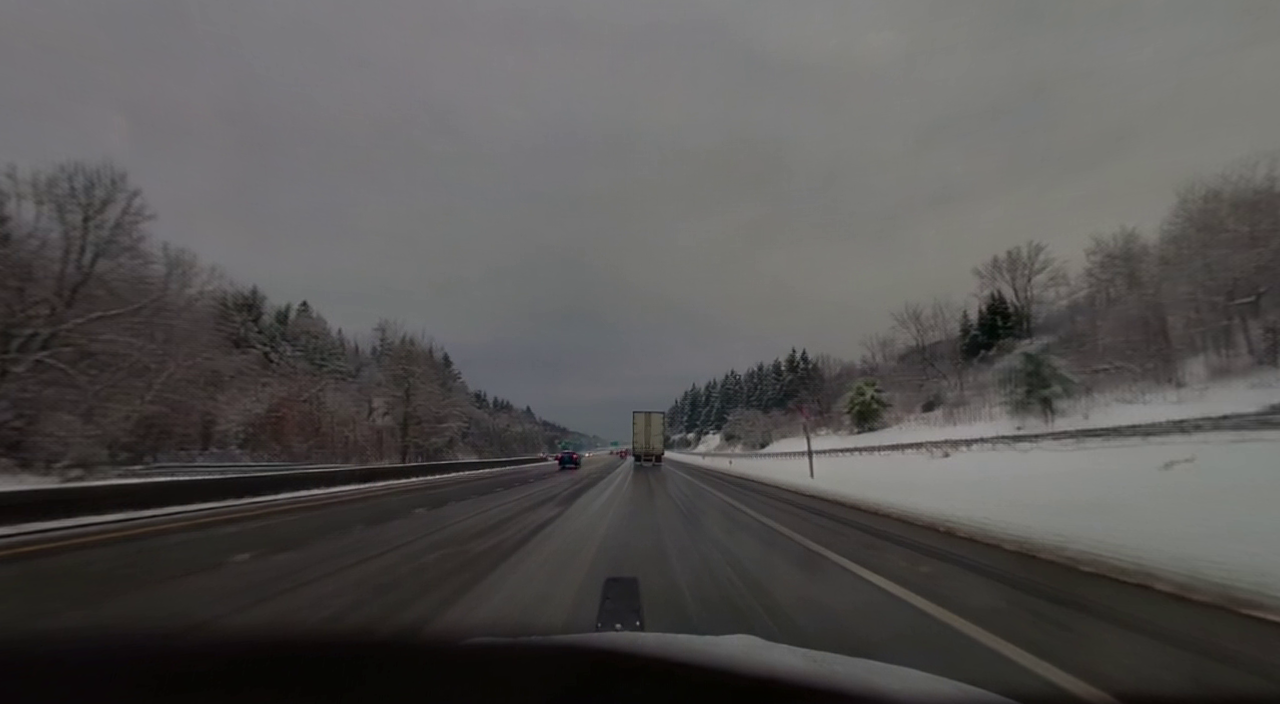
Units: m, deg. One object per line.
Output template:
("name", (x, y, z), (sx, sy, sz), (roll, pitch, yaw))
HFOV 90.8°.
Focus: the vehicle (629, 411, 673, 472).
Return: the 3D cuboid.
("vehicle", (0.681, 7.156, 49.476), (2.901, 4.032, 14.338), (0, -9, 0))
